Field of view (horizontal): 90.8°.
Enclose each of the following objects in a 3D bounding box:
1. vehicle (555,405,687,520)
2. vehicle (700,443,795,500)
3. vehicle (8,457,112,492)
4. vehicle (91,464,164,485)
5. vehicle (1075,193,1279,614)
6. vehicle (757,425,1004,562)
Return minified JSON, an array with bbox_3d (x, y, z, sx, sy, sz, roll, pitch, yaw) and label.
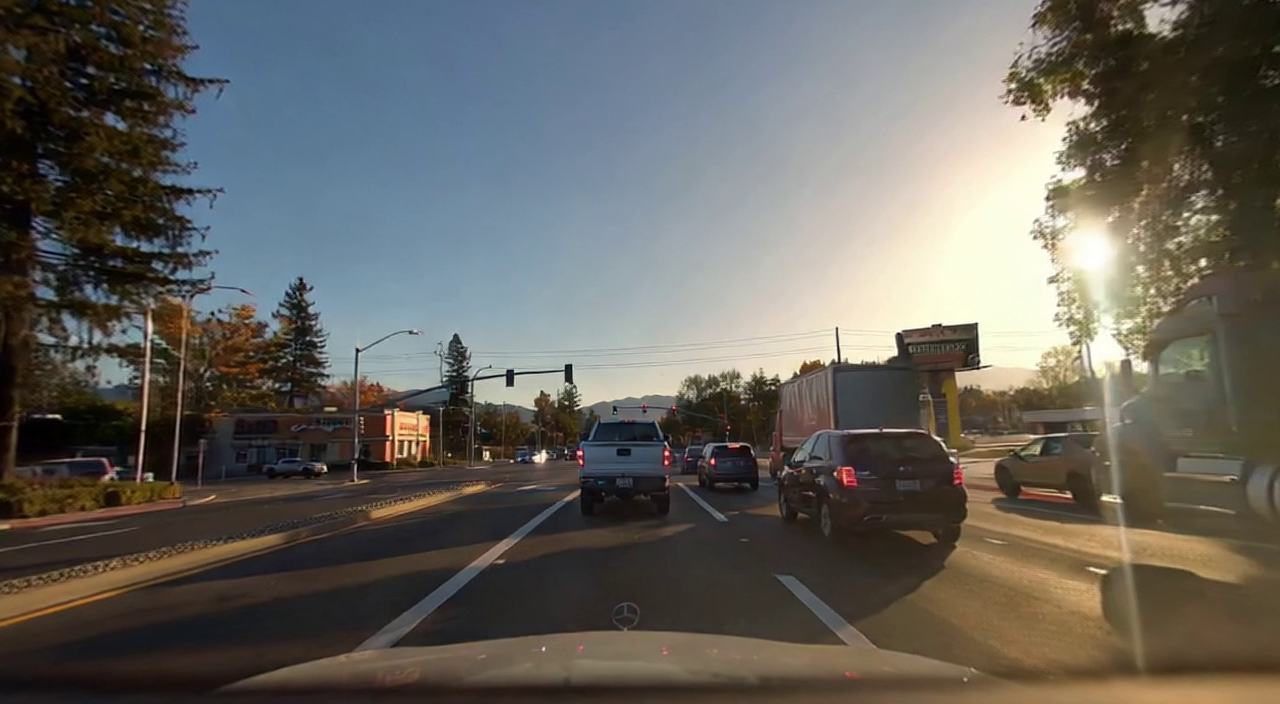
[{"bbox_3d":[-0.396,2.512,14.725,2.499,2.183,5.111,0,-9,-1],"label":"vehicle"},{"bbox_3d":[3.028,3.472,18.774,1.922,1.483,4.436,0,-9,-2],"label":"vehicle"},{"bbox_3d":[-28.599,6.038,31.334,1.730,1.534,3.922,1,-9,-7],"label":"vehicle"},{"bbox_3d":[-38.102,9.115,46.997,4.150,1.474,1.826,-2,-9,10],"label":"vehicle"},{"bbox_3d":[6.505,0.164,3.481,2.802,3.322,7.429,0,-9,0],"label":"vehicle"},{"bbox_3d":[3.274,2.044,9.933,1.905,1.587,4.998,0,-9,0],"label":"vehicle"}]
